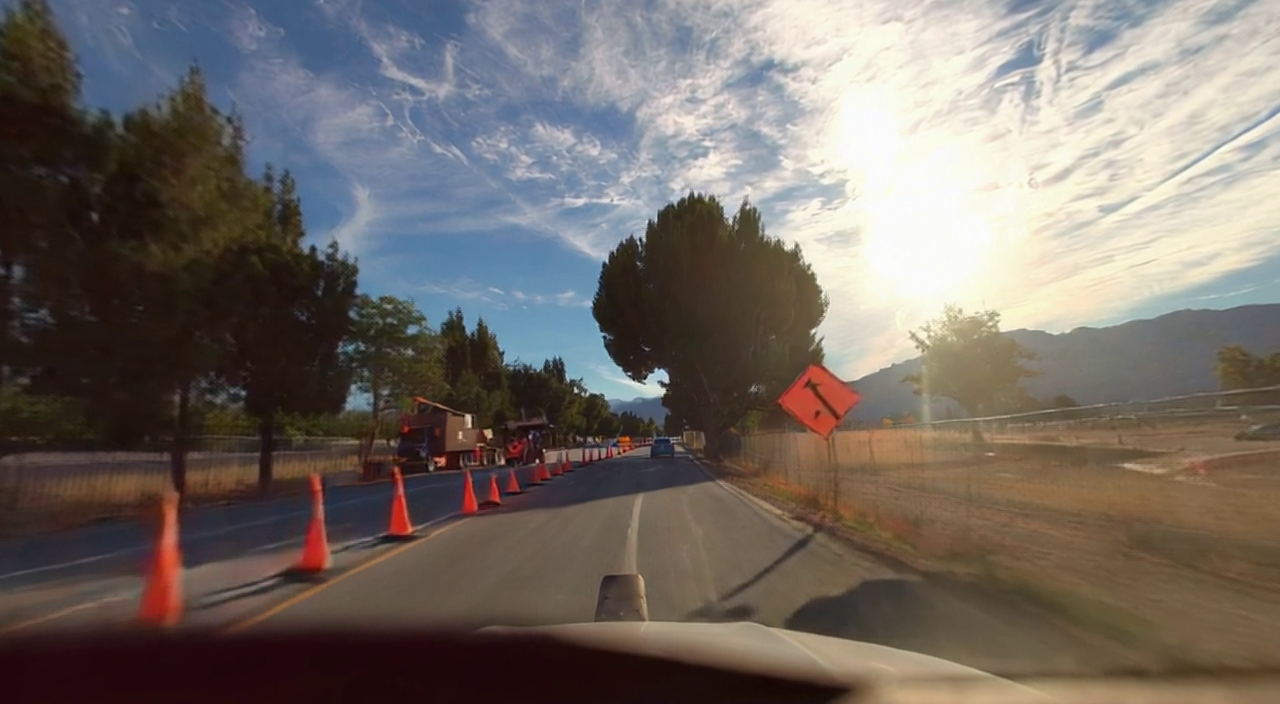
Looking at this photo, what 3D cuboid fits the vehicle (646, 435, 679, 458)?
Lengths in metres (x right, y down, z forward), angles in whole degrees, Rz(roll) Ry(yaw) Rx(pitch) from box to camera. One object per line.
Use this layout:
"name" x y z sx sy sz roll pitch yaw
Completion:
"vehicle" 1.553 6.608 43.951 2.172 1.486 3.581 -1 -9 2

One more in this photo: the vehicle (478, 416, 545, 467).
"vehicle" -7.096 4.988 35.151 3.064 2.710 2.385 -1 -9 4
